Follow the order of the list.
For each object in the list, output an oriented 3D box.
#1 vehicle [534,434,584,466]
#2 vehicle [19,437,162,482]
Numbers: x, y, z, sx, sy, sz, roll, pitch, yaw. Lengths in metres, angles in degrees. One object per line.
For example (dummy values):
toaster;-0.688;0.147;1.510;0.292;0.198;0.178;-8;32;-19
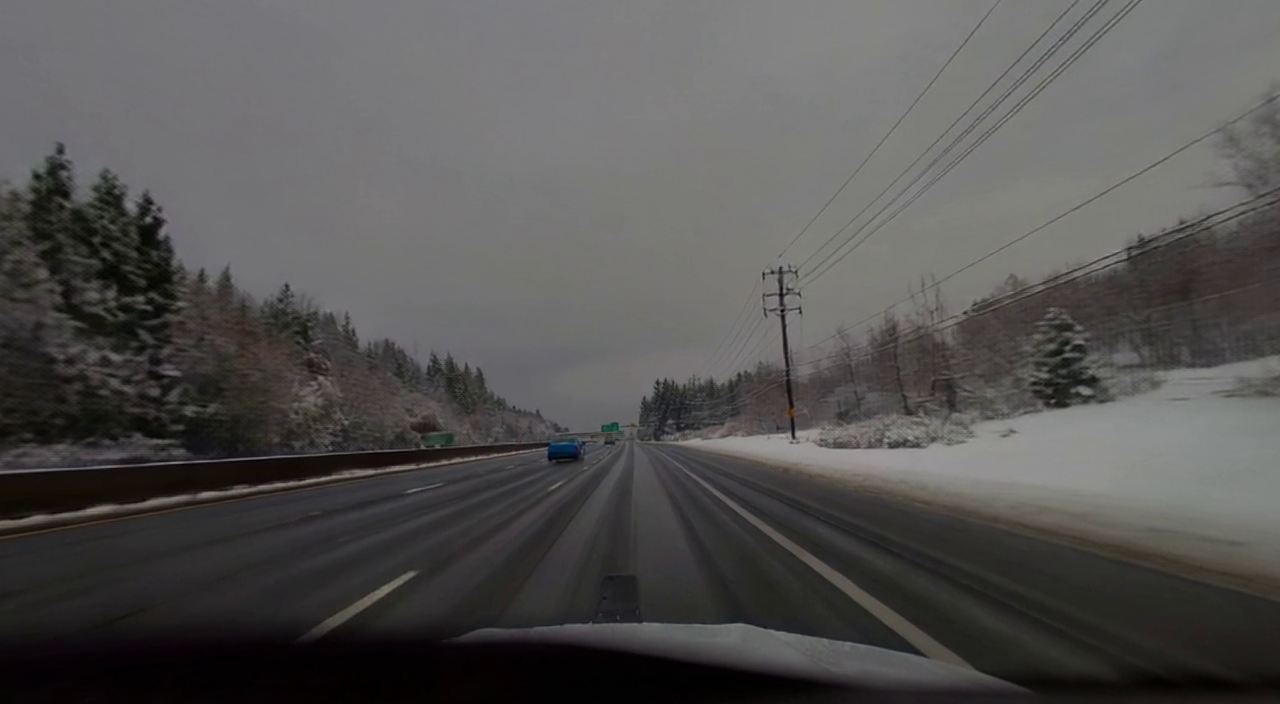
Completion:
vehicle;-3.980;4.852;31.469;2.025;1.475;4.379;0;-8;-1
vehicle;-20.417;3.961;23.607;1.780;1.501;3.986;0;-8;-1
